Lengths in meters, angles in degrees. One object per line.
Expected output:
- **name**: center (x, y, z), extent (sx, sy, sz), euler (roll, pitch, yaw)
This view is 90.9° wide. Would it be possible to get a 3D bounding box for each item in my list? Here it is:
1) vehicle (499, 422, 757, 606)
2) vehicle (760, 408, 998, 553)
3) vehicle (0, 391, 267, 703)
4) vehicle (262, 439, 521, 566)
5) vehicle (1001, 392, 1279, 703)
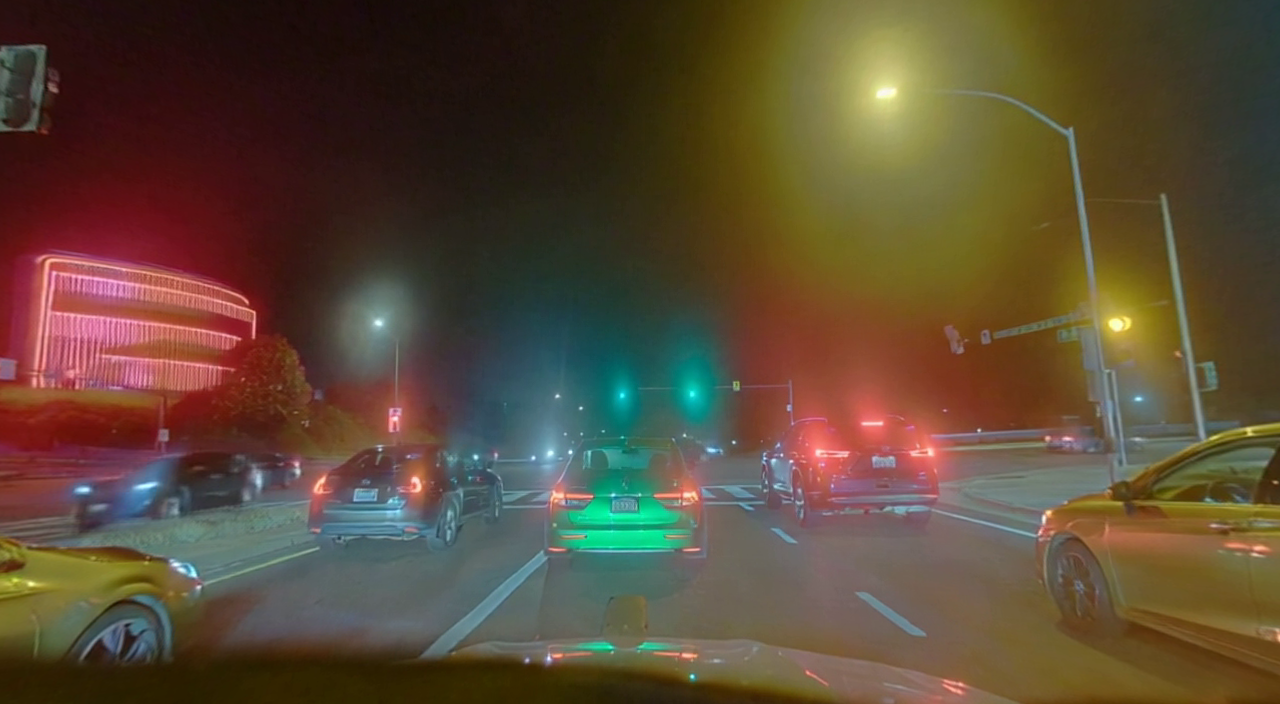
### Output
- **vehicle**: center (-0.133, 1.647, 7.357), extent (2.140, 1.499, 4.119), euler (0, -8, -1)
- **vehicle**: center (3.303, 1.868, 9.809), extent (1.992, 1.744, 4.183), euler (0, -8, -1)
- **vehicle**: center (-3.480, 0.848, 1.835), extent (2.016, 1.547, 4.414), euler (0, -8, 1)
- **vehicle**: center (-3.303, 2.071, 9.536), extent (1.995, 1.436, 4.373), euler (-1, -8, 2)
- **vehicle**: center (3.943, 0.972, 3.102), extent (1.800, 1.519, 4.198), euler (0, -8, 0)
